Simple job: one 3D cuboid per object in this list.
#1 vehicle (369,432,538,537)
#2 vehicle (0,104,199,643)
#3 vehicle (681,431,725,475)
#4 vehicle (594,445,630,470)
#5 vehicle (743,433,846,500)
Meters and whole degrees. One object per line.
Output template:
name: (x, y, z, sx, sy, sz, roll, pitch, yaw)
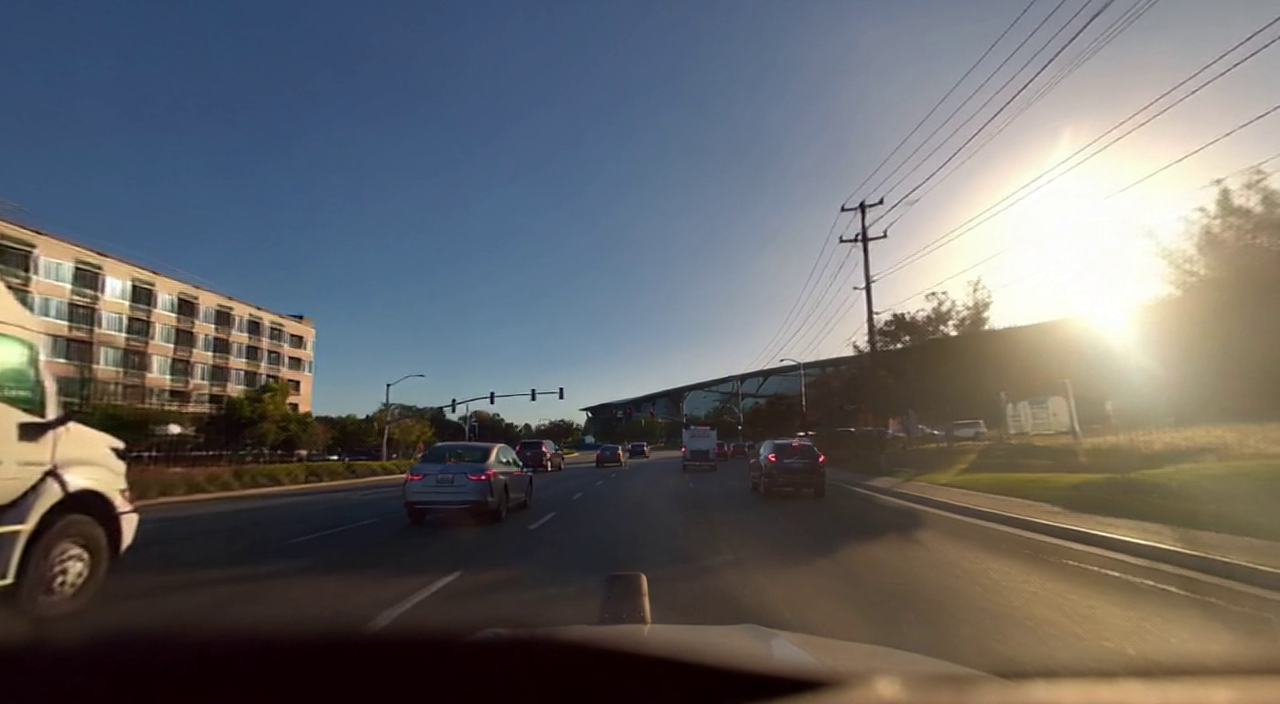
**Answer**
vehicle: (-3.268, 2.383, 11.856, 1.934, 1.643, 3.718, 0, -9, 2)
vehicle: (-6.486, 0.148, 4.682, 3.239, 4.055, 3.881, 0, -9, 1)
vehicle: (3.784, 6.024, 37.723, 2.457, 2.440, 5.486, -1, -9, 6)
vehicle: (-1.821, 7.084, 42.508, 1.984, 1.567, 4.311, 0, -9, 4)
vehicle: (4.847, 3.663, 20.471, 2.283, 1.923, 4.427, 0, -9, 1)
